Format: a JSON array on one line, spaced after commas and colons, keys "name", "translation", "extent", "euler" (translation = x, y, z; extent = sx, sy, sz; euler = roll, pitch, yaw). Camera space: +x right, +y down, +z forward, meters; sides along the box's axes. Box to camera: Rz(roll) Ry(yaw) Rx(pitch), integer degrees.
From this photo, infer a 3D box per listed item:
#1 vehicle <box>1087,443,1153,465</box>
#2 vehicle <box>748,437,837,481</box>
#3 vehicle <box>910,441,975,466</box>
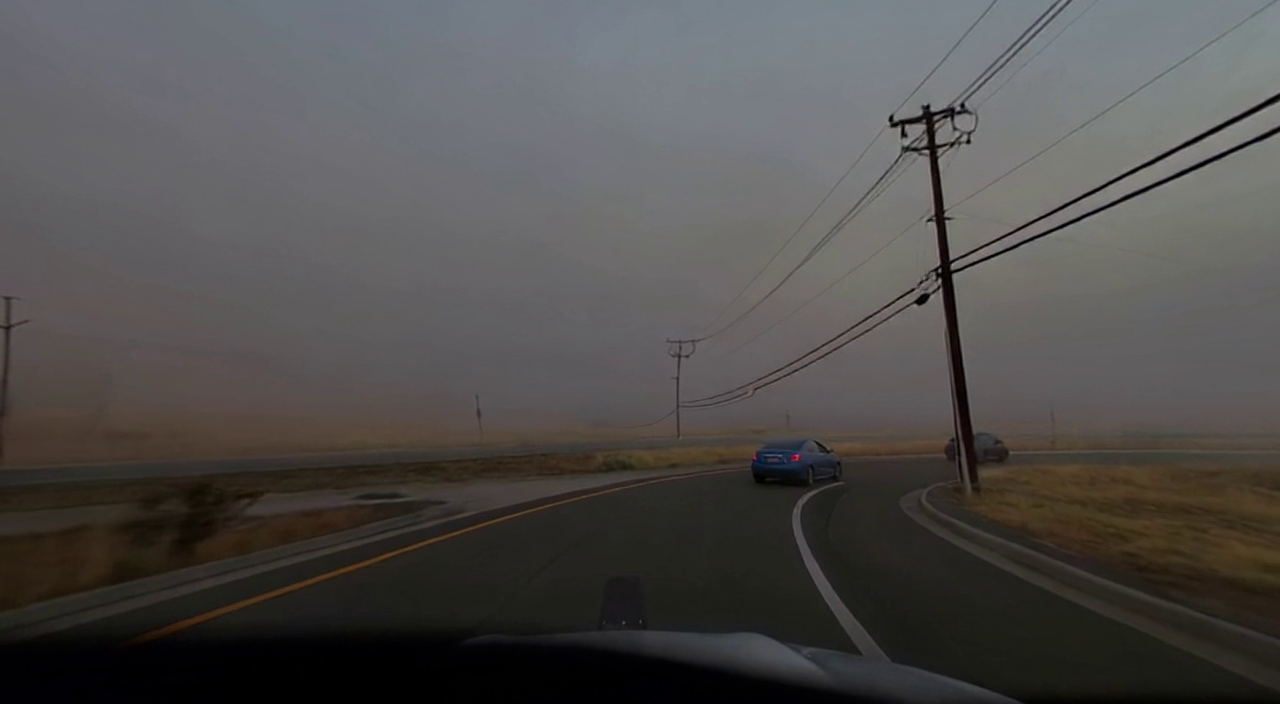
[{"name": "vehicle", "translation": [36.081, 7.672, 47.434], "extent": [4.102, 1.552, 1.931], "euler": [3, -9, -20]}, {"name": "vehicle", "translation": [5.620, 3.815, 22.821], "extent": [2.026, 1.407, 4.374], "euler": [-5, -10, 28]}, {"name": "vehicle", "translation": [18.628, 6.224, 38.764], "extent": [4.307, 1.465, 1.836], "euler": [7, -11, -39]}]
